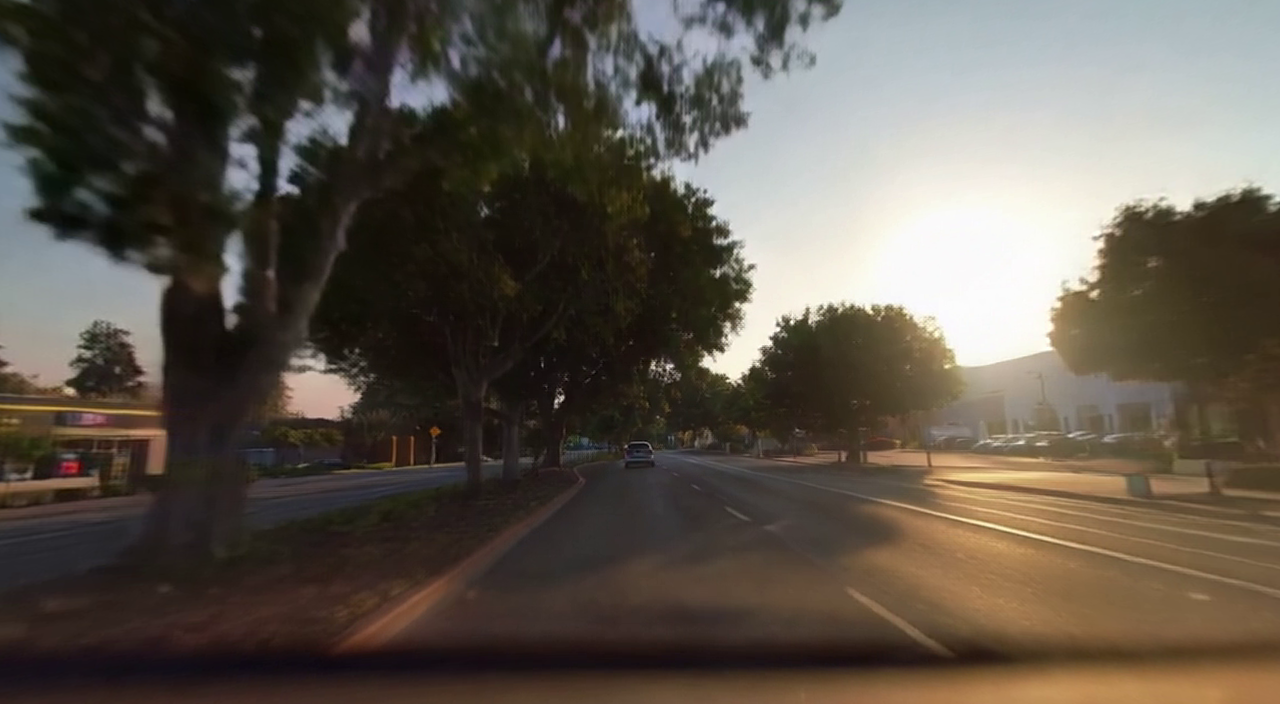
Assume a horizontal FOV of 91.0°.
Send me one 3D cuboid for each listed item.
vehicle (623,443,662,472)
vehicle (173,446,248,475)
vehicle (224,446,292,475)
[{"bbox_3d":[0.067,5.691,34.034,1.998,1.452,3.773,0,-9,-2],"label":"vehicle"},{"bbox_3d":[-31.465,7.925,46.285,2.155,2.023,5.077,0,-9,-4],"label":"vehicle"},{"bbox_3d":[-28.179,7.973,46.641,2.191,1.947,5.156,1,-9,-5],"label":"vehicle"}]
